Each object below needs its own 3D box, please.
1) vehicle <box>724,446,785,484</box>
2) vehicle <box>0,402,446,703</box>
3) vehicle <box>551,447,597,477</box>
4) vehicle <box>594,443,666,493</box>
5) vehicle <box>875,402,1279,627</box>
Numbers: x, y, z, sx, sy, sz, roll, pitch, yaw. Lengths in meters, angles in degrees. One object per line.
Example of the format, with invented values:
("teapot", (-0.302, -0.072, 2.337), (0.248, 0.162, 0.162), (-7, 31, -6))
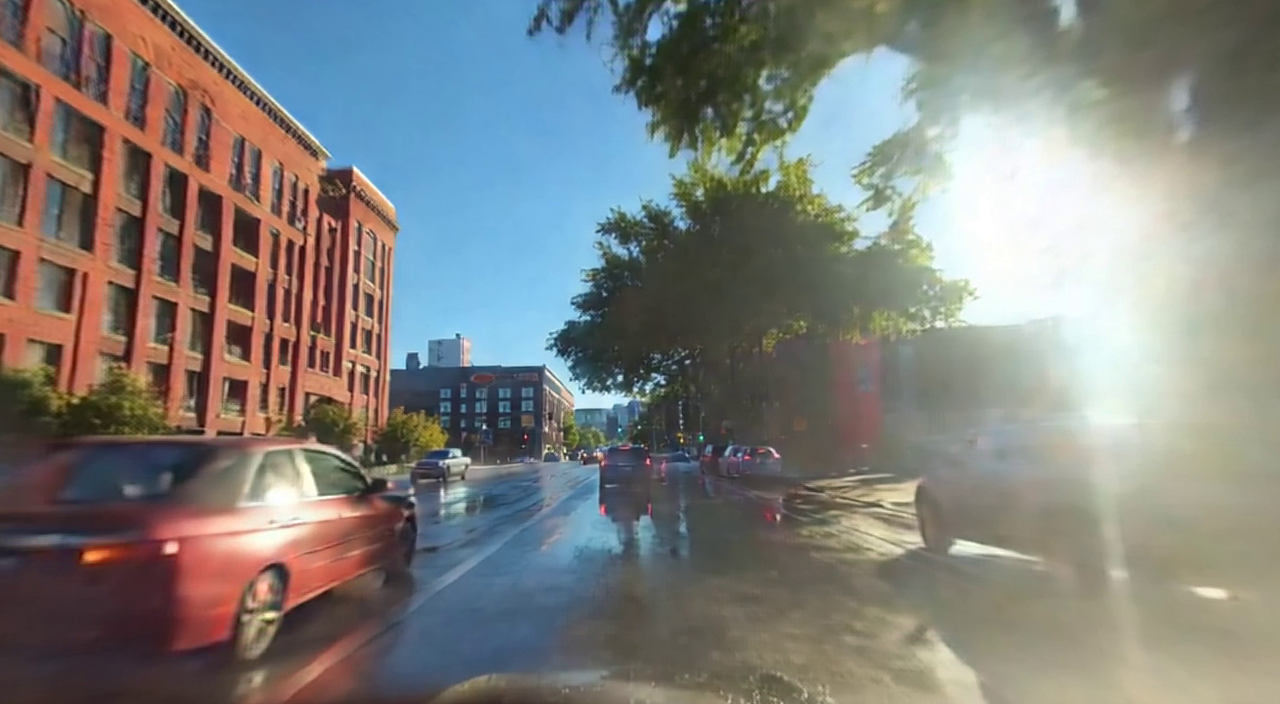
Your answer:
("vehicle", (4.951, 4.932, 27.804), (1.832, 1.491, 4.054), (1, -8, -2))
("vehicle", (-3.432, 1.363, 5.445), (1.934, 1.548, 4.635), (0, -8, 1))
("vehicle", (-3.631, 6.124, 35.317), (1.972, 1.560, 4.066), (0, -8, 2))
("vehicle", (-0.323, 3.902, 21.631), (2.230, 1.518, 4.113), (0, -8, -1))
("vehicle", (4.871, 1.635, 7.421), (2.123, 1.736, 4.795), (1, -8, -3))
